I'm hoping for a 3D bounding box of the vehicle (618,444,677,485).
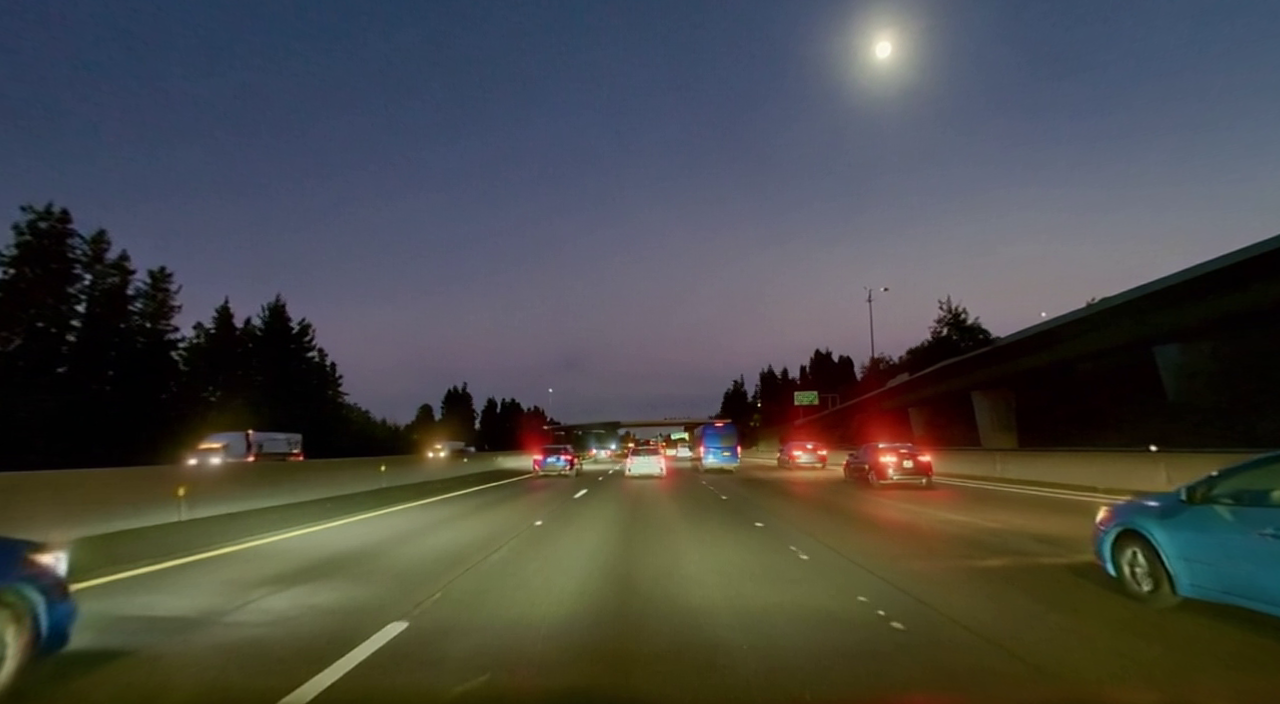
[{"bbox_3d":[0.278,4.478,25.430,2.174,1.467,4.005,0,-8,0],"label":"vehicle"}]

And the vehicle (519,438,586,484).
[{"bbox_3d":[-3.537,4.493,26.307,2.078,1.706,4.298,-1,-8,2],"label":"vehicle"}]

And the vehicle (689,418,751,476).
[{"bbox_3d":[4.172,5.115,34.067,2.436,2.745,6.607,0,-8,0],"label":"vehicle"}]

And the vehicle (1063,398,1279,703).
[{"bbox_3d":[4.005,0.880,2.133,2.085,1.558,4.466,0,-8,1],"label":"vehicle"}]

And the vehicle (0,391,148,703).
[{"bbox_3d":[-3.780,0.775,1.409,2.137,1.562,3.926,0,-8,1],"label":"vehicle"}]
